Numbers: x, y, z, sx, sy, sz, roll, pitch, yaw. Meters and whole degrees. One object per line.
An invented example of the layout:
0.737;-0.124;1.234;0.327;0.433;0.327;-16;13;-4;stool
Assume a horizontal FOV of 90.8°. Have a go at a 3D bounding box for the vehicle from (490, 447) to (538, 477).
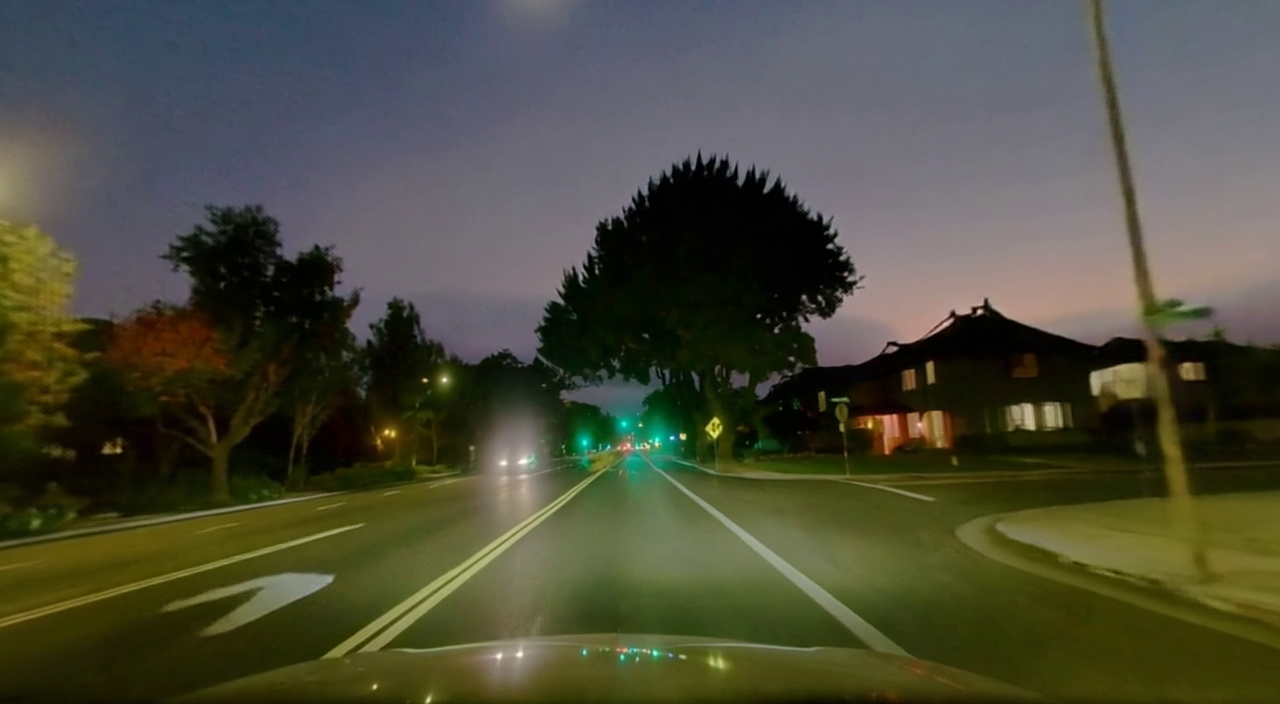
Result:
-7.492;6.556;38.007;1.994;1.646;4.276;0;-9;0;vehicle
